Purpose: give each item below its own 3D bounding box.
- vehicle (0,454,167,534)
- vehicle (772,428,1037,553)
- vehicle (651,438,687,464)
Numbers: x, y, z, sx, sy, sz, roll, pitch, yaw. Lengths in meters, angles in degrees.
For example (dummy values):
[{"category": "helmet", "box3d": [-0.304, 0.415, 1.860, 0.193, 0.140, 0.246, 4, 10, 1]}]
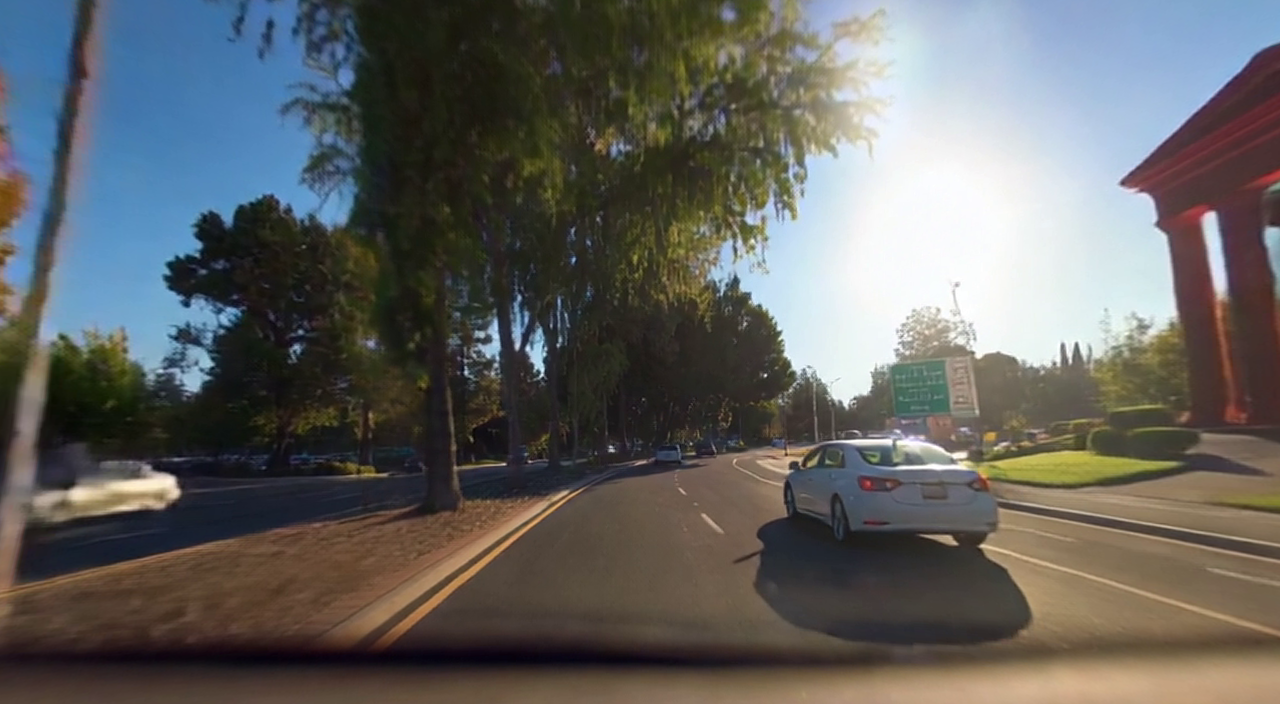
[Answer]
[{"category": "vehicle", "box3d": [-14.693, 3.480, 16.099, 1.910, 1.667, 4.290, 0, -8, 0]}, {"category": "vehicle", "box3d": [3.746, 2.051, 10.178, 2.132, 1.497, 4.827, 0, -8, -1]}, {"category": "vehicle", "box3d": [2.087, 6.903, 44.178, 2.123, 1.703, 4.292, -1, -8, 8]}]
